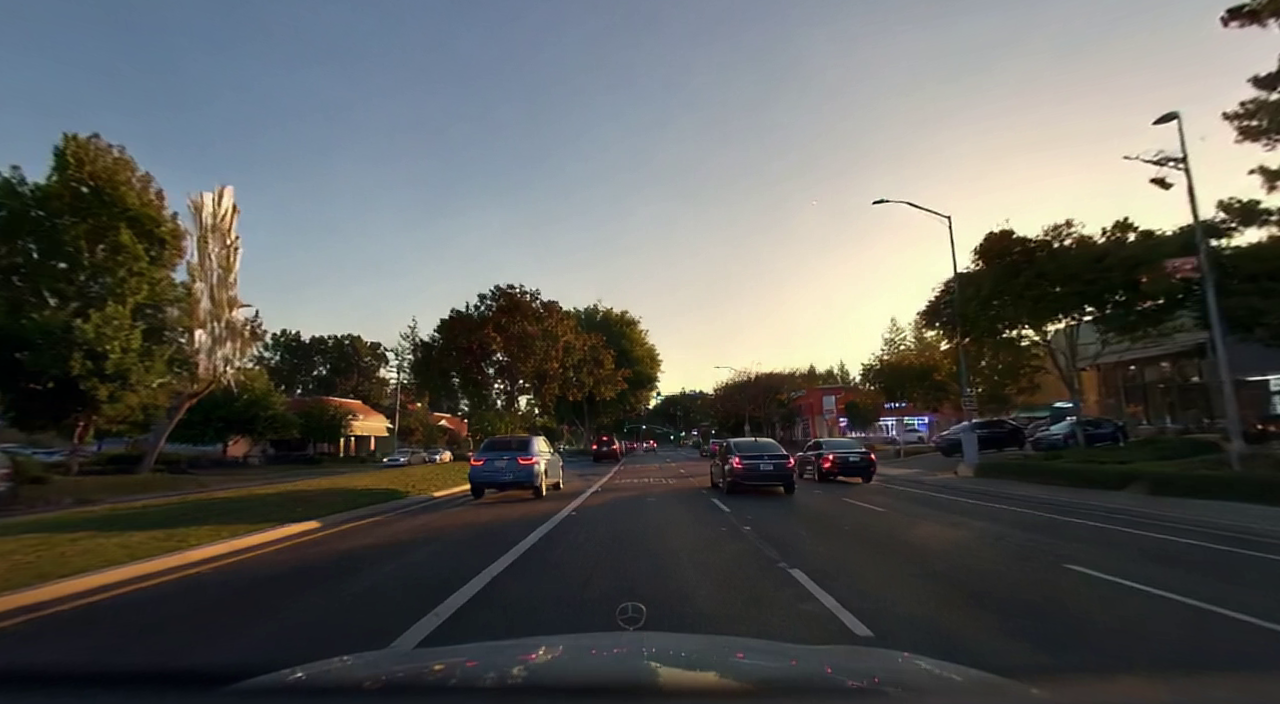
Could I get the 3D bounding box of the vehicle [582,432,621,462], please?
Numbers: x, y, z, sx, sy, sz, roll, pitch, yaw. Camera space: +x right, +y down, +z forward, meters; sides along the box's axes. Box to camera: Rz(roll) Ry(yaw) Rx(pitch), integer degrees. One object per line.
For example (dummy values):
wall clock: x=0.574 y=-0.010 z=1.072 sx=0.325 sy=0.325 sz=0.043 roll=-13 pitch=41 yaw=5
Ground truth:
vehicle: x=-2.409 y=6.105 z=40.550 sx=2.117 sy=1.799 sz=4.442 roll=0 pitch=-9 yaw=1

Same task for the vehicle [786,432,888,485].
vehicle: x=6.378 y=3.503 z=21.028 sx=1.881 sy=1.540 sz=4.750 roll=0 pitch=-9 yaw=0

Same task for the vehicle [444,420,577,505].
vehicle: x=-2.869 y=2.592 z=15.117 sx=2.141 sy=1.719 sz=4.379 roll=0 pitch=-9 yaw=2

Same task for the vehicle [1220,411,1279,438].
vehicle: x=38.329 y=4.273 z=37.789 sx=2.059 sy=1.432 sz=4.610 roll=1 pitch=-10 yaw=-25

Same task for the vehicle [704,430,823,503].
vehicle: x=2.813 y=2.721 z=15.417 sx=2.004 sy=1.512 sz=4.206 roll=0 pitch=-9 yaw=0

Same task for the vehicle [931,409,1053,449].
vehicle: x=16.815 y=3.723 z=30.141 sx=4.953 sy=1.804 sz=2.337 roll=3 pitch=-9 yaw=-21

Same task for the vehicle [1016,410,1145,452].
vehicle: x=17.096 y=3.111 z=24.434 sx=4.698 sy=1.495 sz=2.125 roll=4 pitch=-10 yaw=-29
